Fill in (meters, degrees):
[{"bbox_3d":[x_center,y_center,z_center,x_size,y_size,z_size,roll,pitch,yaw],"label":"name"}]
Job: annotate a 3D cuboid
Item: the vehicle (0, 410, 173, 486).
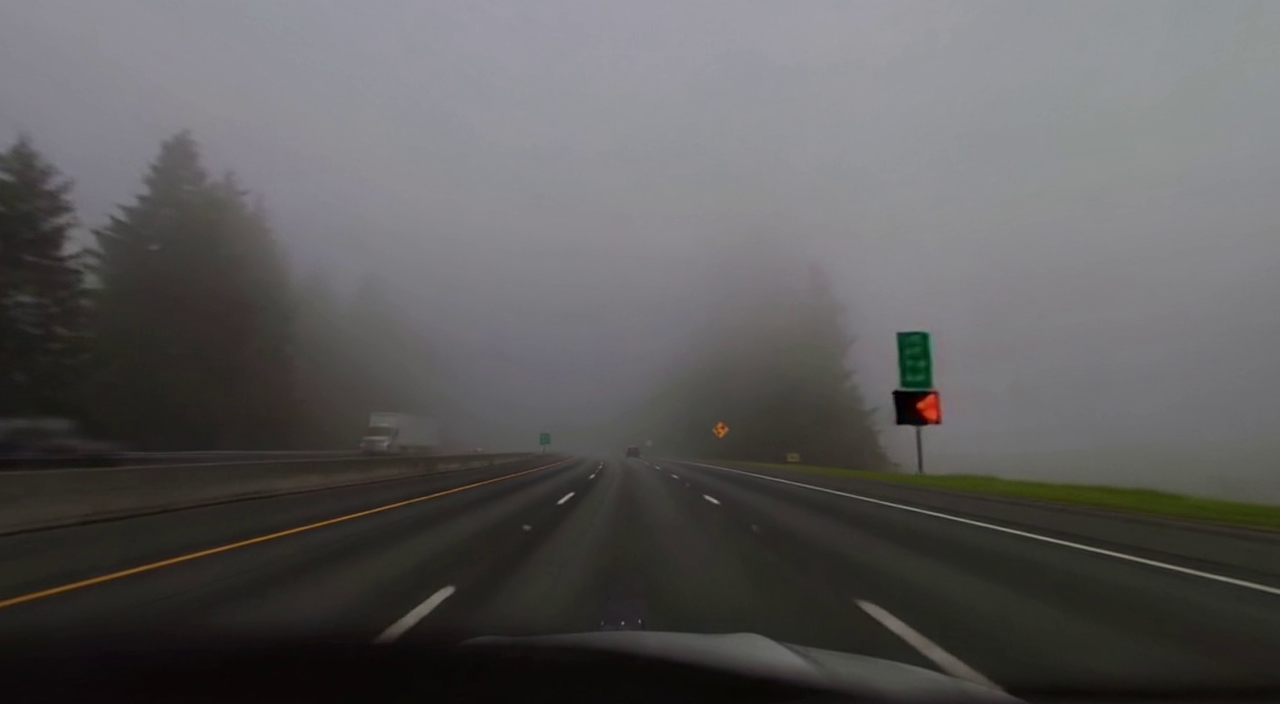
[{"bbox_3d":[-16.382,2.734,17.964,2.224,1.830,5.147,0,-9,-1],"label":"vehicle"}]
